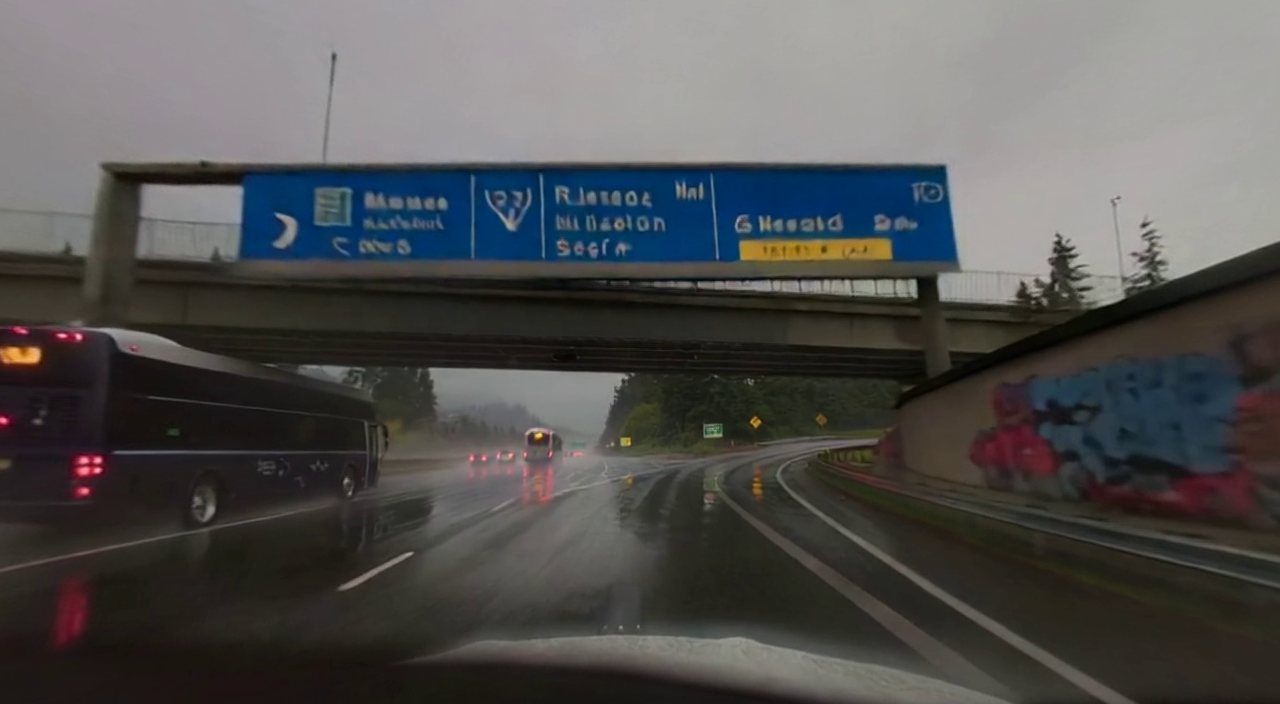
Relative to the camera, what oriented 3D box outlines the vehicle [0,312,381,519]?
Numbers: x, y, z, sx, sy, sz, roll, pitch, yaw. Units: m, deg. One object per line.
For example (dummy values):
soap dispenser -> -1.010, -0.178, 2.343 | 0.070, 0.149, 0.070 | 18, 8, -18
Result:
vehicle -> -11.411, 2.068, 17.636 | 2.986, 3.574, 13.570 | 0, -9, -2
